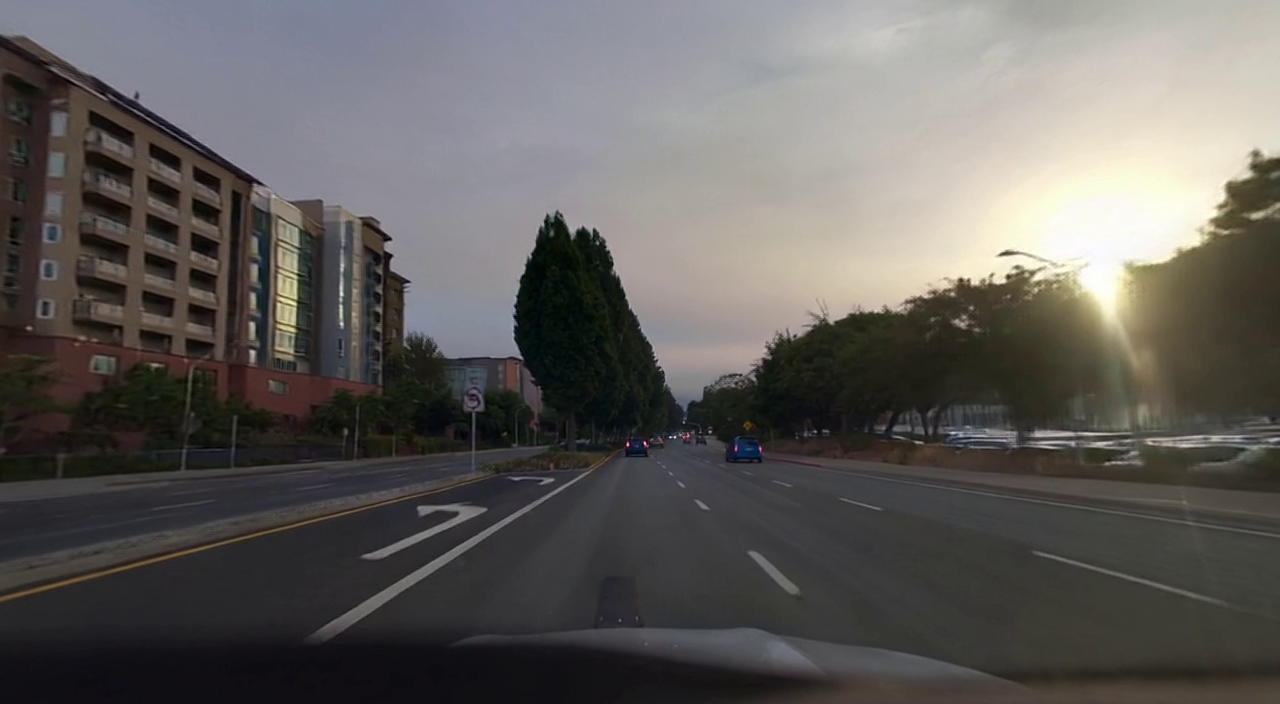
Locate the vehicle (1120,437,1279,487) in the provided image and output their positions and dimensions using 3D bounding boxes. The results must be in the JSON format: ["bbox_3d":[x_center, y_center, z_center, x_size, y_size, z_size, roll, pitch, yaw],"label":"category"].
[{"bbox_3d":[19.144,3.625,20.898,4.644,1.552,1.980,0,-9,4],"label":"vehicle"}]

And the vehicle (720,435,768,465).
[{"bbox_3d":[6.633,6.300,40.697,2.136,1.799,4.796,0,-9,-2],"label":"vehicle"}]

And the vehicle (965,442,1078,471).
[{"bbox_3d":[19.863,5.438,32.896,4.653,1.438,1.939,0,-9,-2],"label":"vehicle"}]
